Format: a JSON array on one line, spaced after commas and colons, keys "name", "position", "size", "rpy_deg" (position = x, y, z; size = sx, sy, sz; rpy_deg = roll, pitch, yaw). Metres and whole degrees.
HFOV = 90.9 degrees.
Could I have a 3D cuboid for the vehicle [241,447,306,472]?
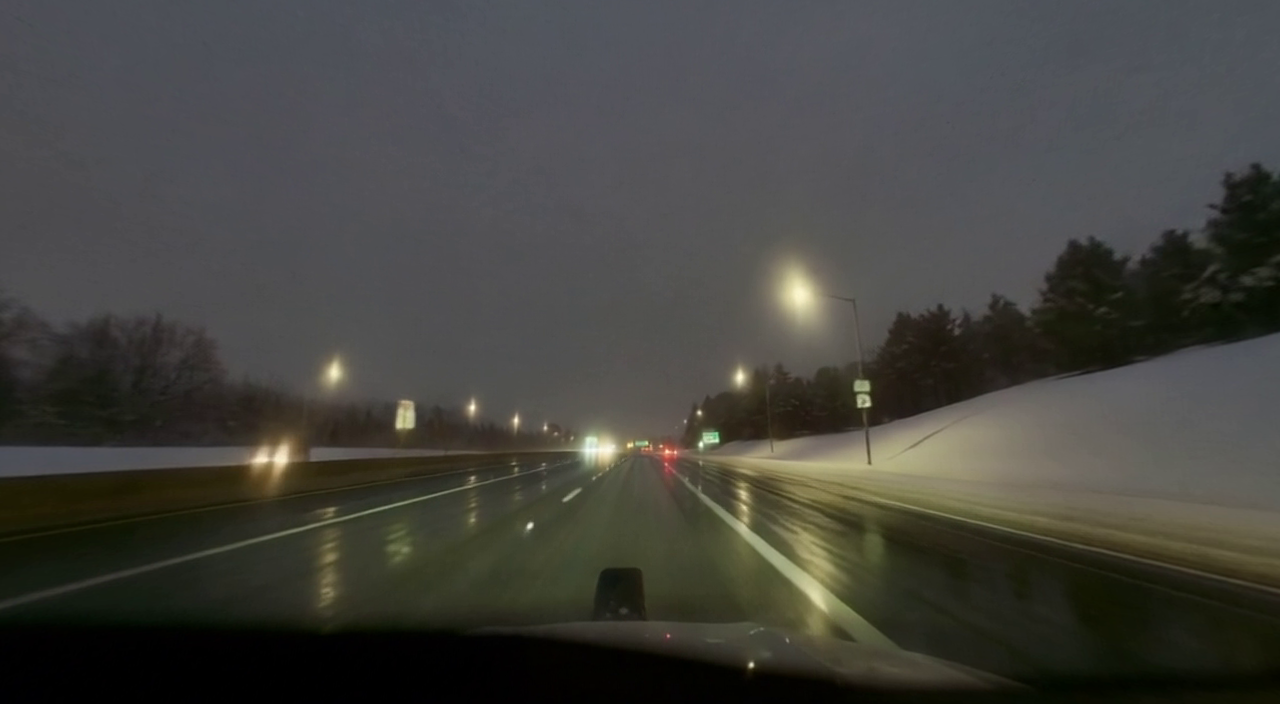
[{"name": "vehicle", "position": [-23.860, 6.981, 41.200], "size": [1.954, 1.485, 3.666], "rpy_deg": [-1, -9, 1]}]
